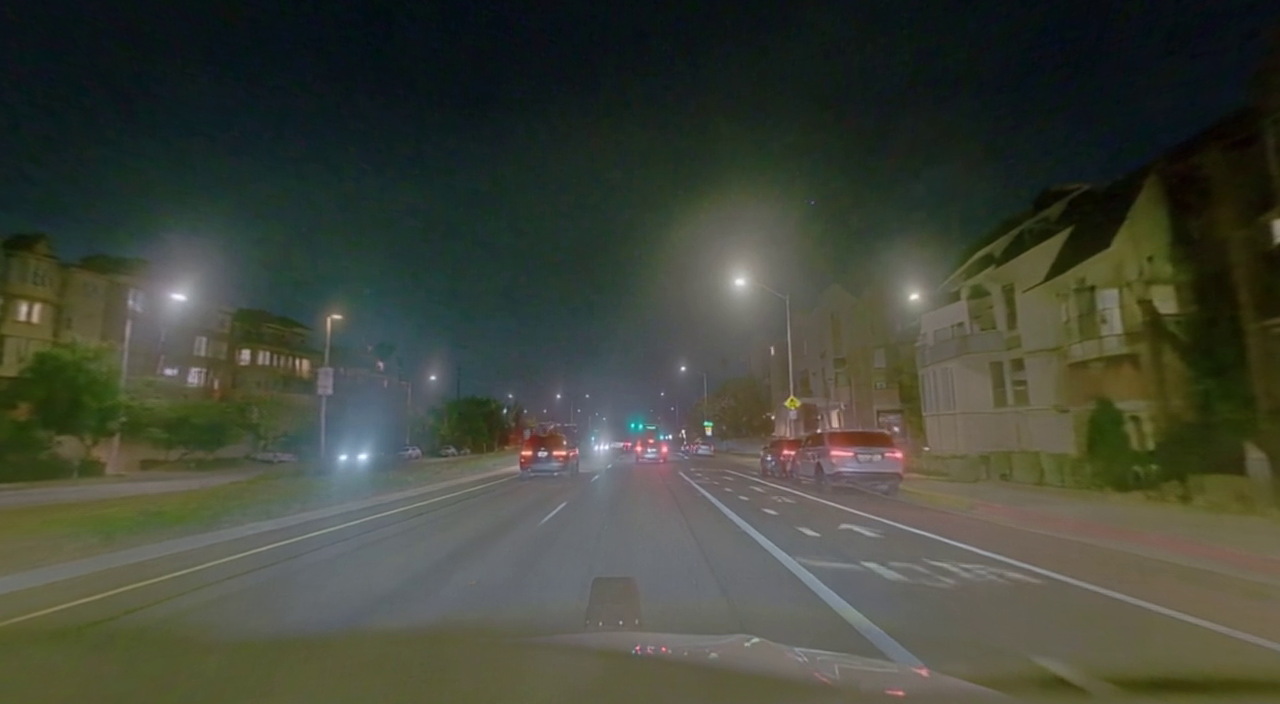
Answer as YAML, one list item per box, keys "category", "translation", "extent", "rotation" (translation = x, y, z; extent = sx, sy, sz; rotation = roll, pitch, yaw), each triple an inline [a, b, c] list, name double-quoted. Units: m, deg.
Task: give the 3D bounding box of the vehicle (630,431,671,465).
- category: "vehicle"
  translation: [0.599, 5.674, 37.310]
  extent: [2.273, 1.851, 5.075]
  rotation: [0, -8, 0]

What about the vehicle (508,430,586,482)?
- category: "vehicle"
  translation: [-3.443, 3.958, 24.315]
  extent: [2.233, 1.775, 4.491]
  rotation: [0, -8, 1]

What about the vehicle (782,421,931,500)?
- category: "vehicle"
  translation: [5.806, 3.019, 17.965]
  extent: [2.217, 1.874, 5.660]
  rotation: [0, -8, 0]

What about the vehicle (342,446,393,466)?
- category: "vehicle"
  translation: [-19.669, 7.493, 45.739]
  extent: [1.739, 1.397, 4.268]
  rotation: [0, -8, 1]
